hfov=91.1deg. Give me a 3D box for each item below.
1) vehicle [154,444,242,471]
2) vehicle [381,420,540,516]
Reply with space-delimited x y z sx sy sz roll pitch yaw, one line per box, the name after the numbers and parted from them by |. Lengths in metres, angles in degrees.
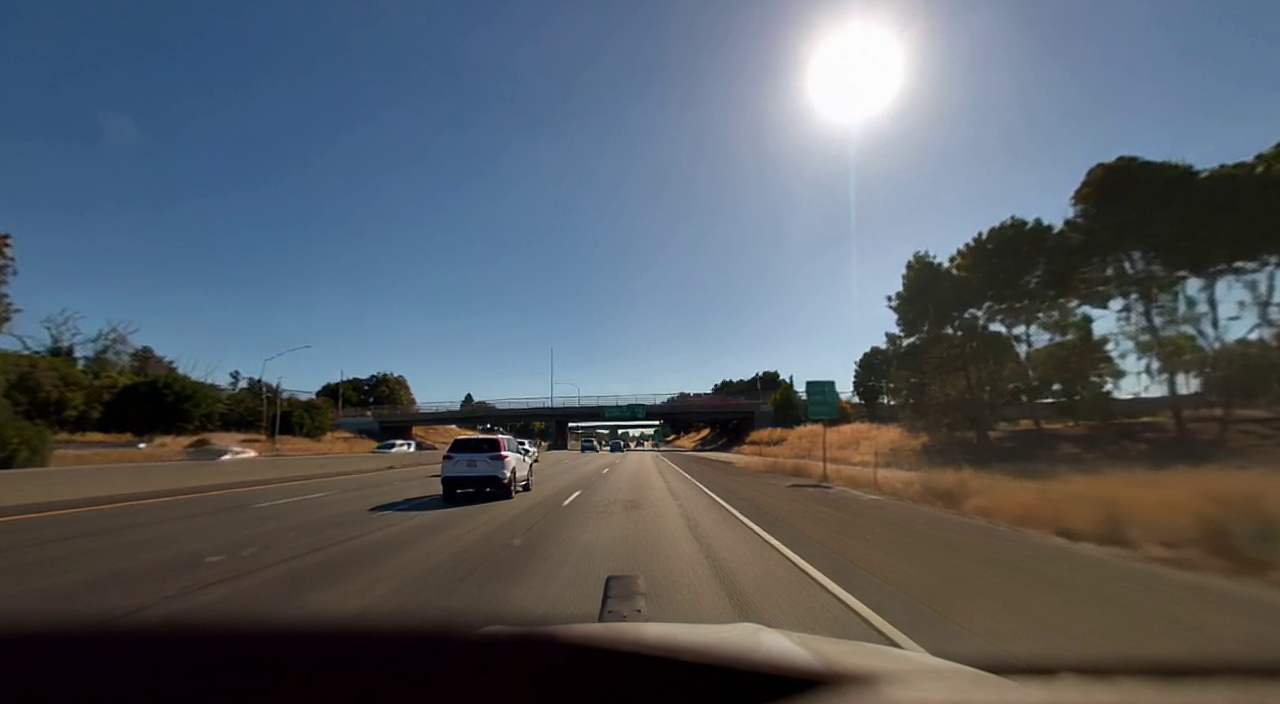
-26.527 6.349 37.925 1.889 1.504 4.666 0 -8 1 | vehicle
-3.588 2.413 13.560 2.048 1.705 4.384 0 -8 1 | vehicle
